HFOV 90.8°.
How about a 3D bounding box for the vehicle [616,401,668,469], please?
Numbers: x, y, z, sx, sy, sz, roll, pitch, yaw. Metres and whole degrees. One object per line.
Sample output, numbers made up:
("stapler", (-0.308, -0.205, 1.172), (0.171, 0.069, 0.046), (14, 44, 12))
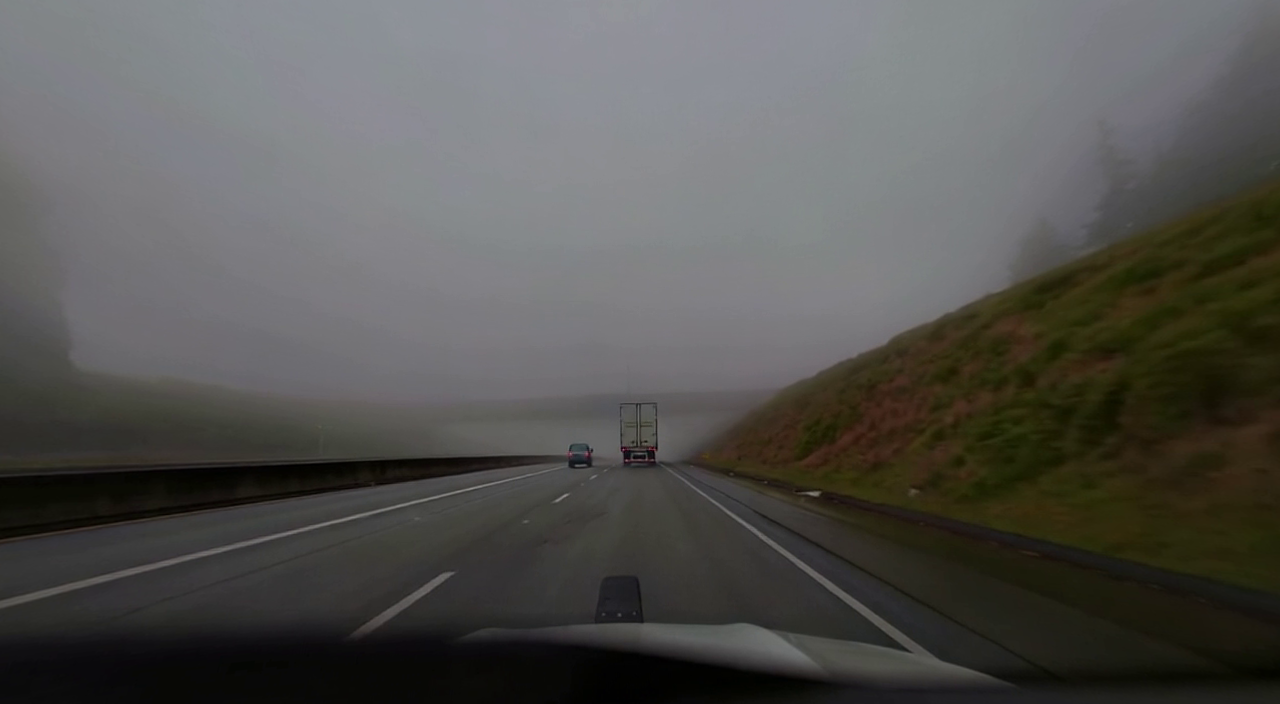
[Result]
("vehicle", (-0.017, 5.856, 43.557), (3.033, 3.985, 12.383), (0, -9, -1))

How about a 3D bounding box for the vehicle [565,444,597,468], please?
("vehicle", (-4.171, 7.426, 44.989), (2.005, 1.595, 4.253), (0, -9, -2))
